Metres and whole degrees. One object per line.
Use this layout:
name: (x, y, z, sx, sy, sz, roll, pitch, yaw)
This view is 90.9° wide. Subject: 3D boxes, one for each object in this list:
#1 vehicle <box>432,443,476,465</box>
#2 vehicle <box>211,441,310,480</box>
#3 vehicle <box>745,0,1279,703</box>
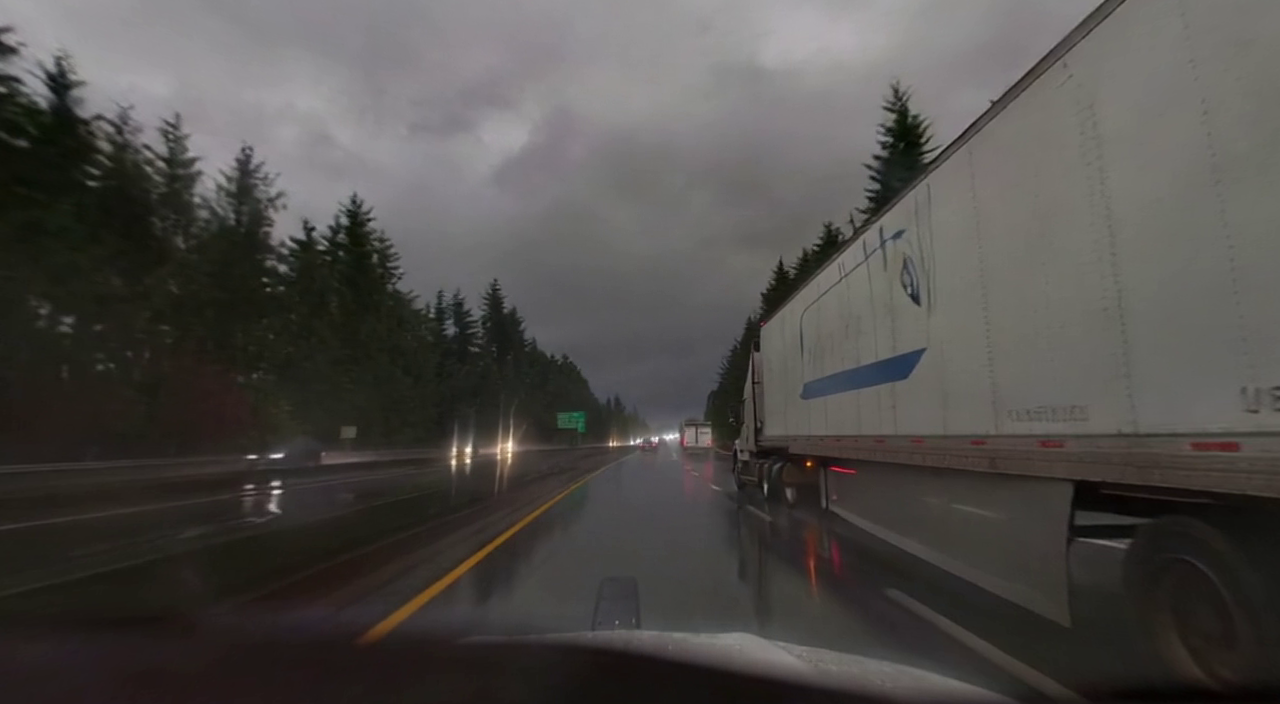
vehicle: (-13.779, 7.574, 46.967, 1.840, 1.486, 4.462, 0, -8, 2)
vehicle: (-17.743, 5.053, 29.694, 1.885, 1.618, 4.292, 0, -8, 2)
vehicle: (4.098, 0.226, 6.577, 3.171, 4.072, 13.784, 0, -8, -2)
